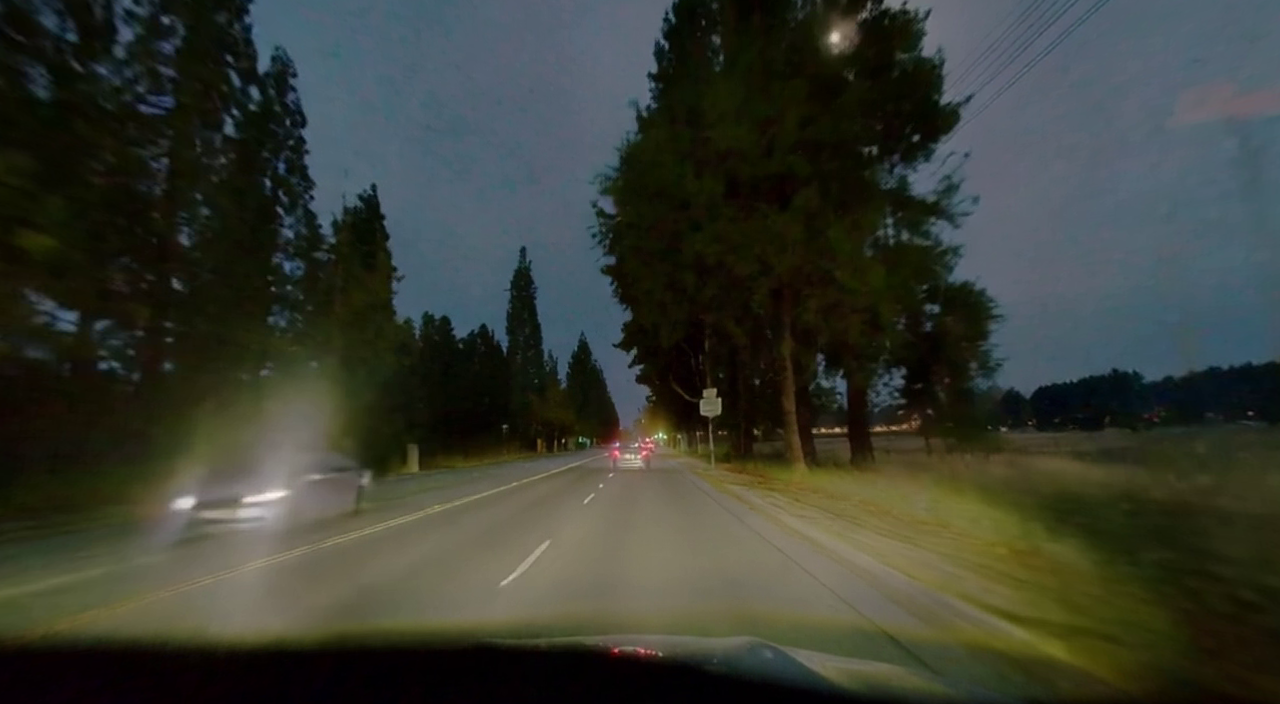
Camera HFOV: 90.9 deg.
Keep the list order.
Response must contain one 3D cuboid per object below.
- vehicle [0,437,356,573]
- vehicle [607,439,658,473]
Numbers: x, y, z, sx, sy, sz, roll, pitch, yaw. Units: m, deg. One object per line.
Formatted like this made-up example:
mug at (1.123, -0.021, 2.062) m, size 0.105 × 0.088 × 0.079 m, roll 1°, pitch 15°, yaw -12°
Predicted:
vehicle at (-6.511, 2.132, 9.702) m, size 2.142 × 1.436 × 4.612 m, roll -4°, pitch -8°, yaw 0°
vehicle at (-0.291, 4.861, 29.662) m, size 2.153 × 1.461 × 4.374 m, roll -1°, pitch -8°, yaw 2°
